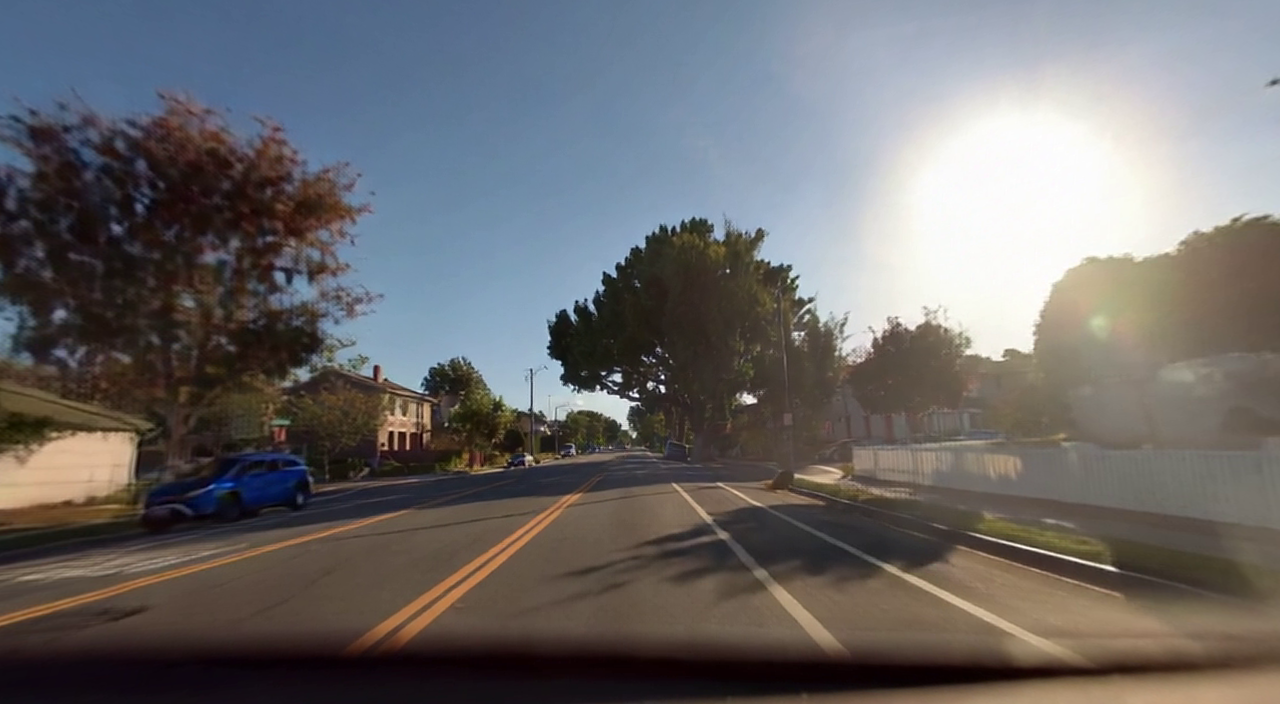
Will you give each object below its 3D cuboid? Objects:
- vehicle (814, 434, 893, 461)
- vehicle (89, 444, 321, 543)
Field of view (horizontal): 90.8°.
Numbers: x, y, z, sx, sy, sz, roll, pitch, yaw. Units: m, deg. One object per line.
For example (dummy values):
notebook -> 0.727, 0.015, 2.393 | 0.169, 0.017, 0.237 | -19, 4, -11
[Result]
vehicle -> 14.345, 6.463, 42.739 | 4.635, 1.706, 1.954 | 0, -9, 2
vehicle -> -11.130, 3.566, 16.940 | 2.241, 1.944, 5.709 | -4, -8, 0
